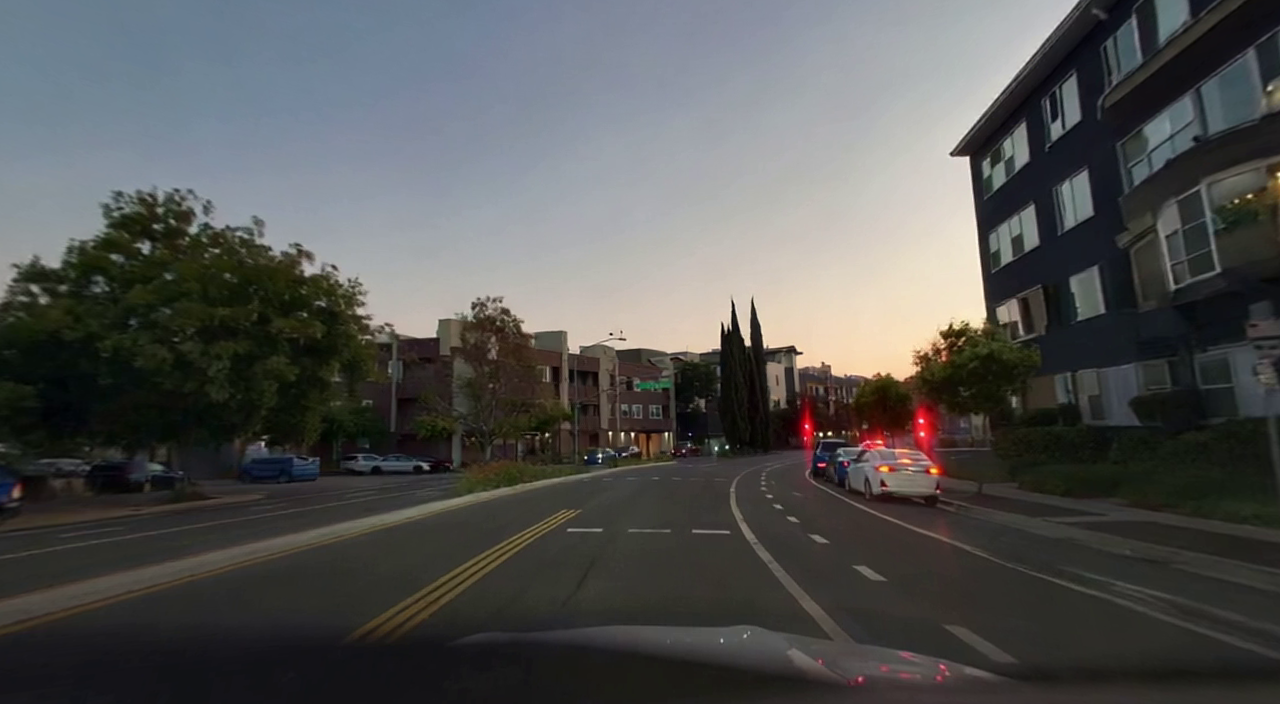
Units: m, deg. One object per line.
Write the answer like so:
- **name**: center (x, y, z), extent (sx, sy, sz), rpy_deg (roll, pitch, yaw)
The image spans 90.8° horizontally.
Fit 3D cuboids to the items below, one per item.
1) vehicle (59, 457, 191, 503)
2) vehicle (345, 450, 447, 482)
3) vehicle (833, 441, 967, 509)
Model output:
- **vehicle**: center (-22.820, 5.624, 28.057), extent (4.586, 1.836, 2.034), rpy_deg (-2, -9, 14)
- **vehicle**: center (-16.557, 7.699, 42.965), extent (6.006, 1.964, 2.474), rpy_deg (-1, -10, 14)
- **vehicle**: center (6.645, 3.150, 16.823), extent (2.077, 1.502, 4.902), rpy_deg (-1, -9, 8)
